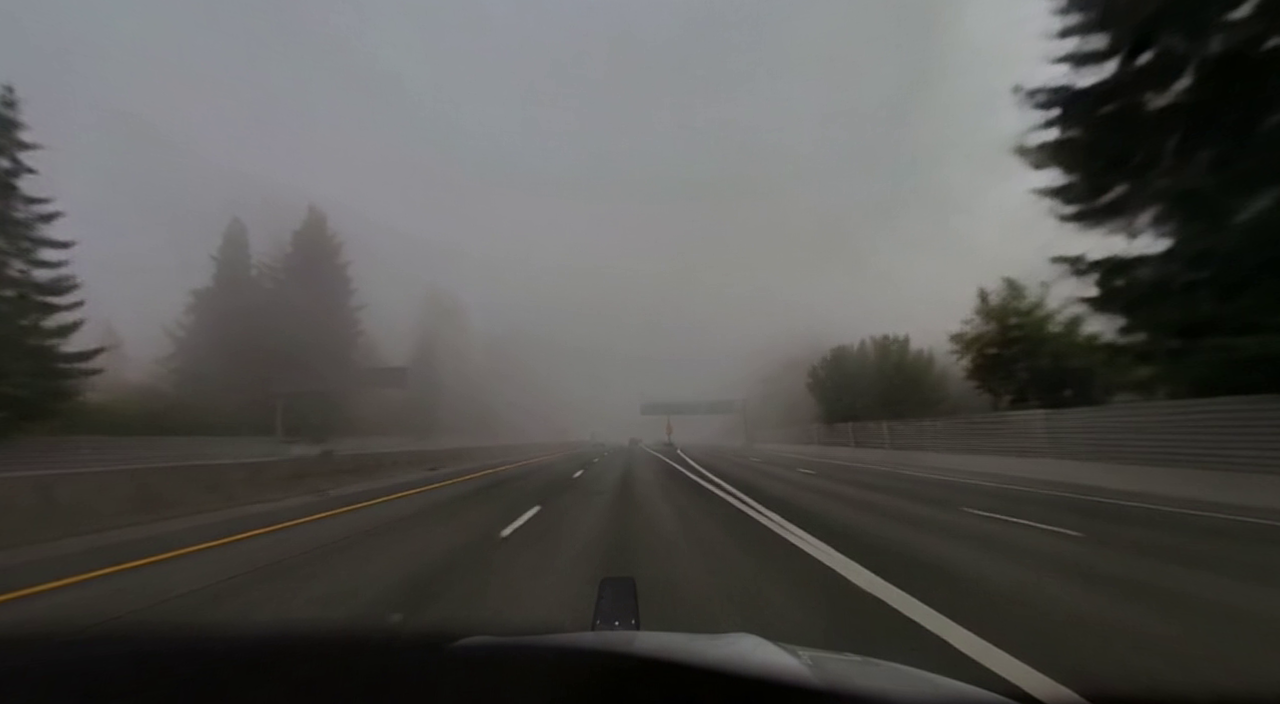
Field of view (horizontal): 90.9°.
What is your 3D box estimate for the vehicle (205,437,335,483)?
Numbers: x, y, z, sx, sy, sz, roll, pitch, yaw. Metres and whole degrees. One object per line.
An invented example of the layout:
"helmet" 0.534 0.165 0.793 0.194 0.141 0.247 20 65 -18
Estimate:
"vehicle" -13.163 3.823 22.827 1.966 1.437 4.663 1 -8 -1
